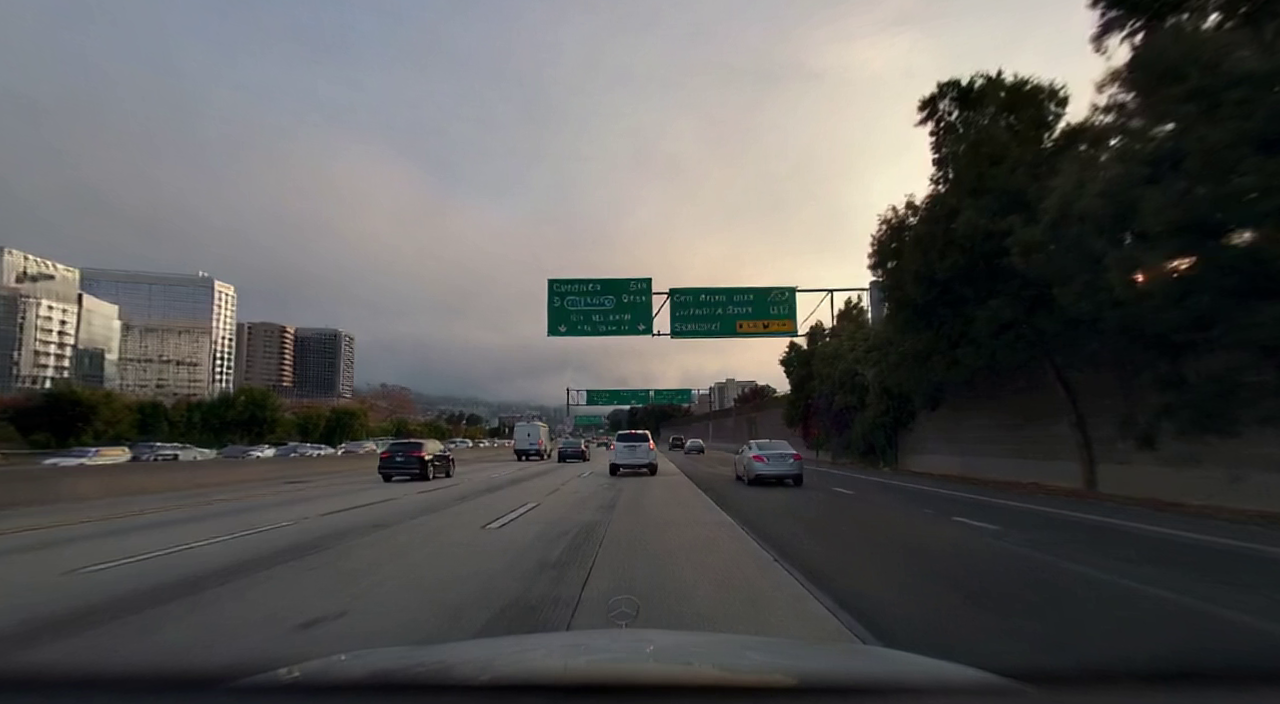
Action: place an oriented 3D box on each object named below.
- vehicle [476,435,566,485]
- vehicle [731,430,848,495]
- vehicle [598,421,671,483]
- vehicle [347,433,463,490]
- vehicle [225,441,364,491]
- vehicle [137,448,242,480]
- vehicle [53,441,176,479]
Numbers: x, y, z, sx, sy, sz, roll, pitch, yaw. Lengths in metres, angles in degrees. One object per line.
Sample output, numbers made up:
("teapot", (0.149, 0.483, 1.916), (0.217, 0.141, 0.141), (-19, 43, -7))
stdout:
("vehicle", (-3.873, 3.613, 21.391), (2.079, 1.499, 4.512), (0, -8, 1))
("vehicle", (3.798, 2.896, 16.906), (1.942, 1.487, 4.518), (0, -8, -1))
("vehicle", (-0.177, 3.360, 21.351), (2.209, 1.863, 4.626), (0, -8, 0))
("vehicle", (-7.406, 3.484, 20.443), (2.021, 1.632, 4.417), (0, -8, 1))
("vehicle", (-11.245, 3.712, 20.962), (1.970, 1.441, 4.555), (0, -8, 1))
("vehicle", (-21.895, 5.430, 30.902), (1.867, 1.443, 4.468), (0, -8, 0))
("vehicle", (-25.754, 5.289, 31.187), (1.906, 1.732, 4.846), (0, -8, 0))
